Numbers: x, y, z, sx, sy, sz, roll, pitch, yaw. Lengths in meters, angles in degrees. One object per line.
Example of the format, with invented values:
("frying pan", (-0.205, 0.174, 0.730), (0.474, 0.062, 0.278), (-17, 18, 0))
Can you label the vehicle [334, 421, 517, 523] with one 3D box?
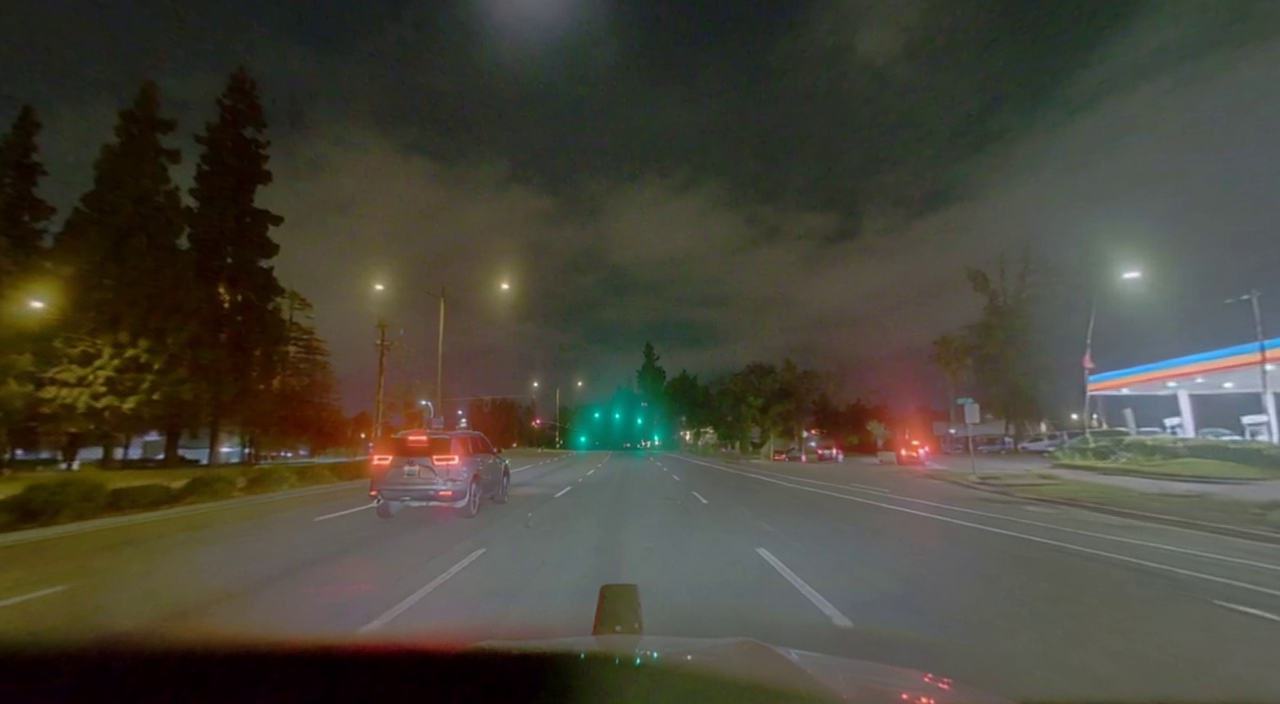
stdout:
("vehicle", (-3.986, 2.323, 12.716), (2.039, 1.656, 4.710), (0, -8, 0))

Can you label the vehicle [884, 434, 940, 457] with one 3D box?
("vehicle", (18.255, 6.291, 42.430), (1.831, 1.442, 5.072), (-1, -9, 4))
